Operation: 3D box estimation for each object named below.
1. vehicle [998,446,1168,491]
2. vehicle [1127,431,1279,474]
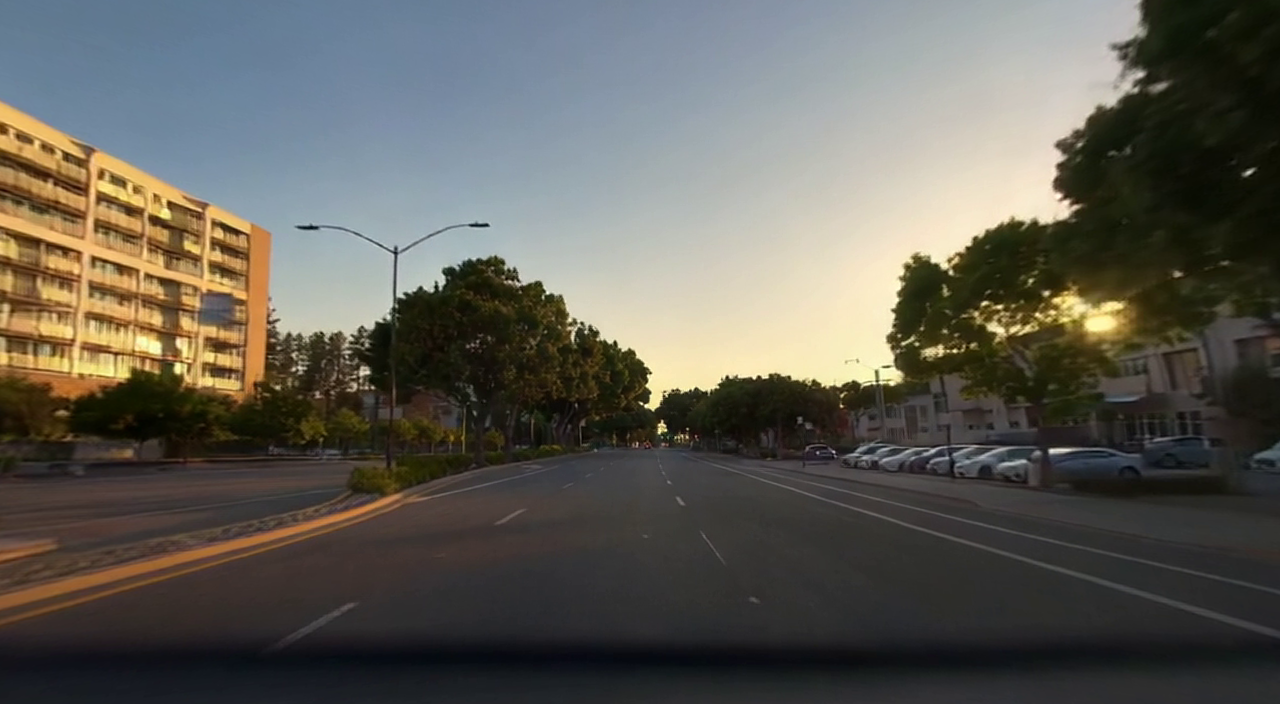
[{"bbox_3d":[15.315,4.039,21.974,4.331,1.469,2.008,0,-9,2],"label":"vehicle"},{"bbox_3d":[26.874,4.734,29.752,5.663,1.895,2.229,-1,-9,2],"label":"vehicle"}]
